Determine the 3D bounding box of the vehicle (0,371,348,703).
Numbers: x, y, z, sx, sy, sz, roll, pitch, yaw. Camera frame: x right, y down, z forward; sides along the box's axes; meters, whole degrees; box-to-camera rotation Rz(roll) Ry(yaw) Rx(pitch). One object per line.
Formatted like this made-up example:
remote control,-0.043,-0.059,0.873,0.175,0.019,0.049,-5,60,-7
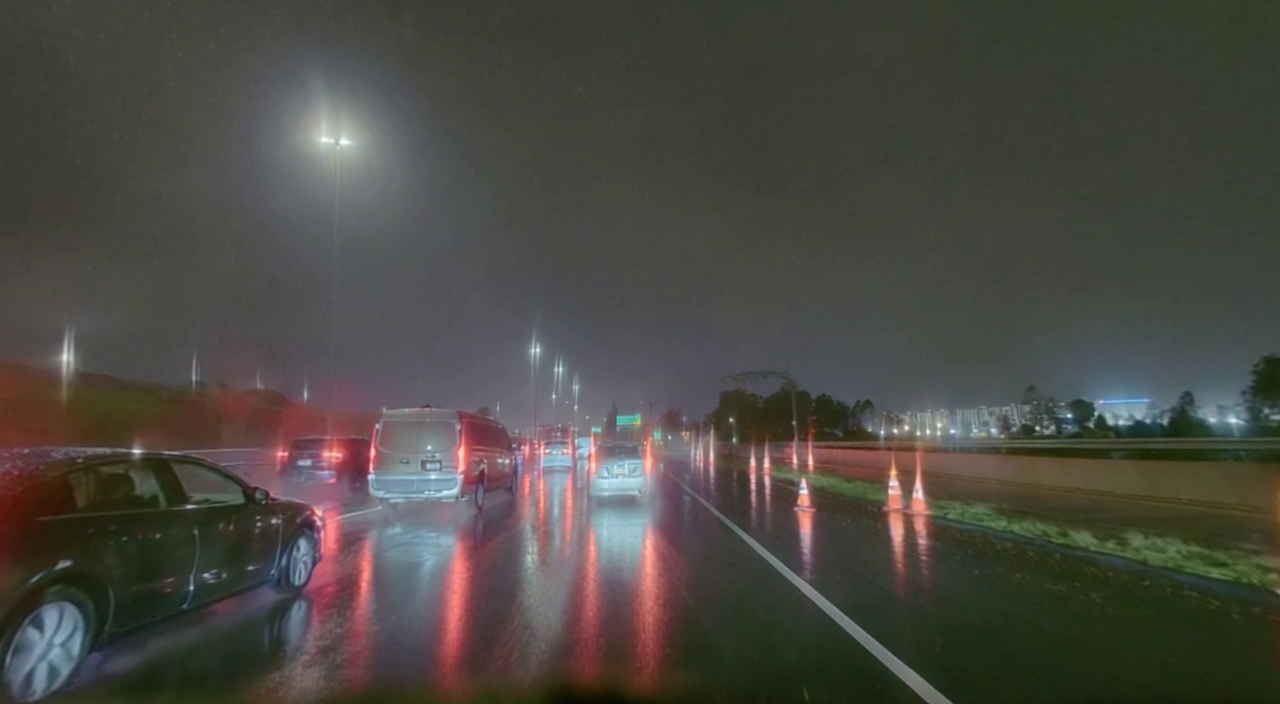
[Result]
vehicle,-3.811,1.029,3.674,2.041,1.604,4.384,0,-9,1

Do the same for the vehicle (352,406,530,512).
vehicle,-4.294,2.475,14.973,2.324,2.012,5.740,0,-9,0

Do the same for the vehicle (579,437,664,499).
vehicle,-0.479,3.114,17.360,2.069,1.484,3.918,0,-9,-1

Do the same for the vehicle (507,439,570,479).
vehicle,-3.967,4.258,25.312,1.824,1.459,4.007,0,-9,0
